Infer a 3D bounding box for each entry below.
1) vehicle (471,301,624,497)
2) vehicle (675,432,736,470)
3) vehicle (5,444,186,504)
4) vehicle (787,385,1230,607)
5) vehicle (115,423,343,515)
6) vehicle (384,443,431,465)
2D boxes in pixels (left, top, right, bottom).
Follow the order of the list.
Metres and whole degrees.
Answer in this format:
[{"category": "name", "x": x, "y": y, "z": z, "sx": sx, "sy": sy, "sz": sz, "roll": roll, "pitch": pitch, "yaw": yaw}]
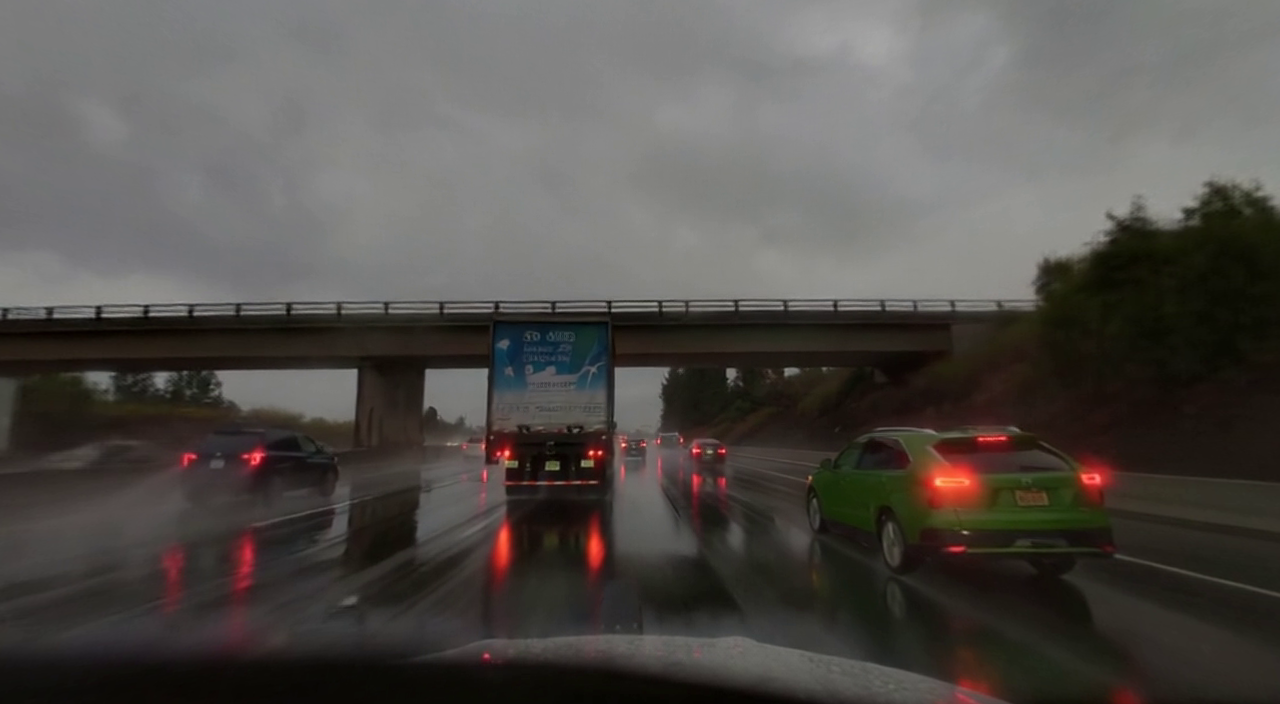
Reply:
[{"category": "vehicle", "x": -2.202, "y": 1.545, "z": 17.193, "sx": 2.911, "sy": 3.787, "sz": 9.905, "roll": 1, "pitch": -8, "yaw": -5}, {"category": "vehicle", "x": 2.766, "y": 4.311, "z": 27.688, "sx": 2.003, "sy": 1.519, "sz": 4.580, "roll": 0, "pitch": -8, "yaw": -2}, {"category": "vehicle", "x": -16.506, "y": 3.674, "z": 19.411, "sx": 1.933, "sy": 1.573, "sz": 4.153, "roll": 0, "pitch": -8, "yaw": -2}, {"category": "vehicle", "x": 3.300, "y": 1.371, "z": 6.980, "sx": 2.118, "sy": 1.647, "sz": 4.400, "roll": 0, "pitch": -8, "yaw": -2}, {"category": "vehicle", "x": -8.562, "y": 2.435, "z": 13.744, "sx": 2.048, "sy": 1.652, "sz": 4.421, "roll": 0, "pitch": -8, "yaw": -1}, {"category": "vehicle", "x": -17.470, "y": 7.676, "z": 47.367, "sx": 1.874, "sy": 1.491, "sz": 4.393, "roll": 0, "pitch": -7, "yaw": 0}]
